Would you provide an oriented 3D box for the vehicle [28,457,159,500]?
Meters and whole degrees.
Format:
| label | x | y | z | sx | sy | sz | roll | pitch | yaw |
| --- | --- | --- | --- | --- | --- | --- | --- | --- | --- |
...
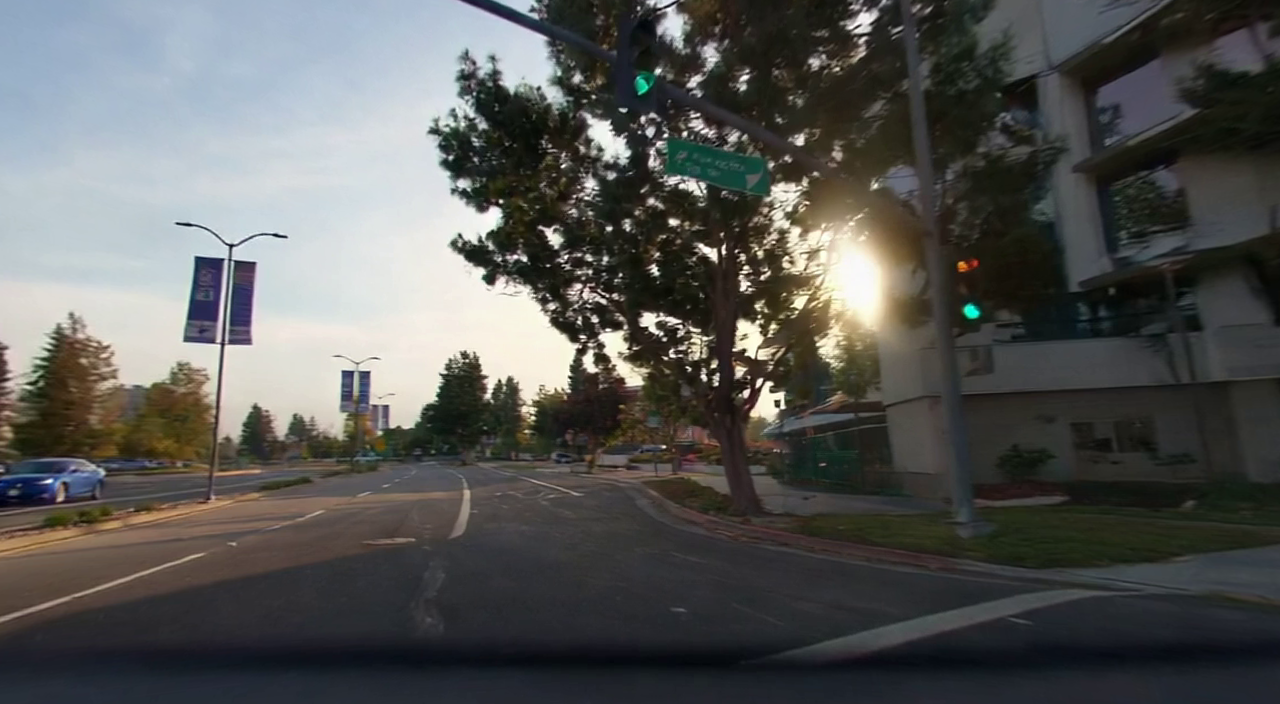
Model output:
| label | x | y | z | sx | sy | sz | roll | pitch | yaw |
| --- | --- | --- | --- | --- | --- | --- | --- | --- | --- |
| vehicle | -22.373 | 5.149 | 26.166 | 2.152 | 1.521 | 4.767 | 2 | -9 | -16 |
